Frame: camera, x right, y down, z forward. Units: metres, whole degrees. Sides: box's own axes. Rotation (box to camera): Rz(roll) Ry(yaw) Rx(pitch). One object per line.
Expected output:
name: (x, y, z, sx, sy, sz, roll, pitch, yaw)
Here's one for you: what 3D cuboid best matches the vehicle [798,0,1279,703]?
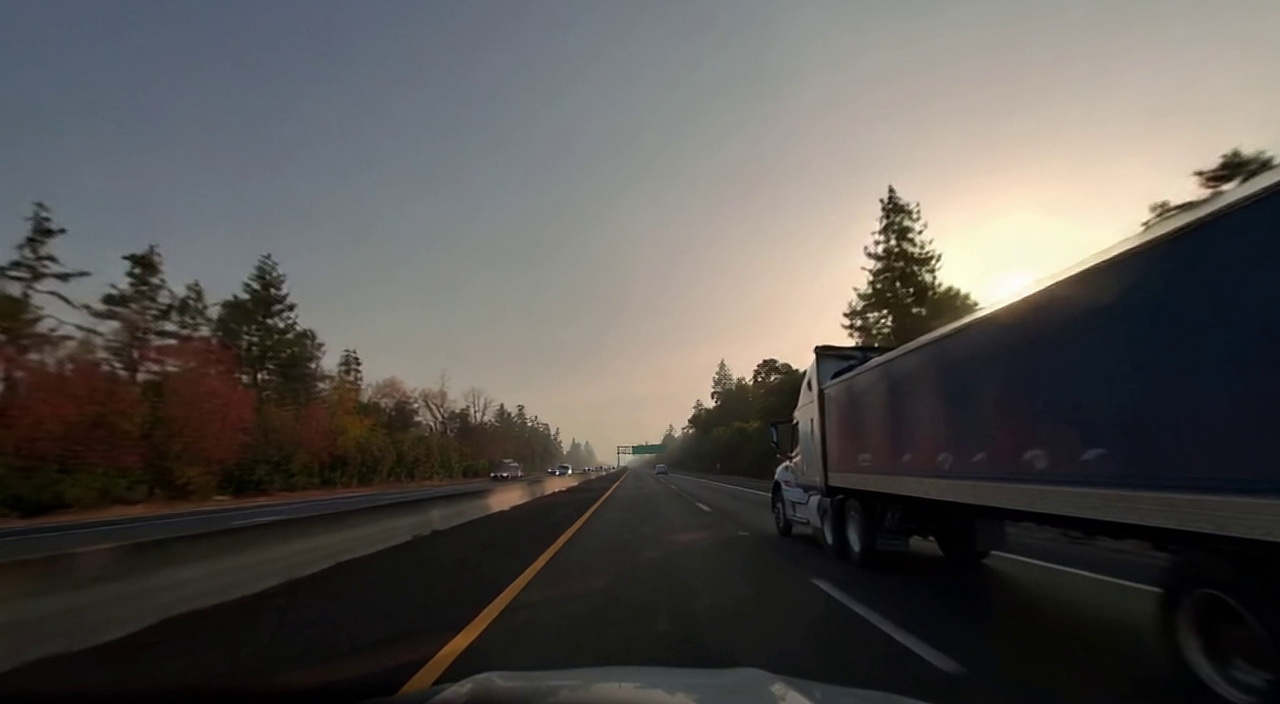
vehicle: (4.657, 0.221, 4.804, 3.204, 4.102, 13.306, 1, -10, -1)
